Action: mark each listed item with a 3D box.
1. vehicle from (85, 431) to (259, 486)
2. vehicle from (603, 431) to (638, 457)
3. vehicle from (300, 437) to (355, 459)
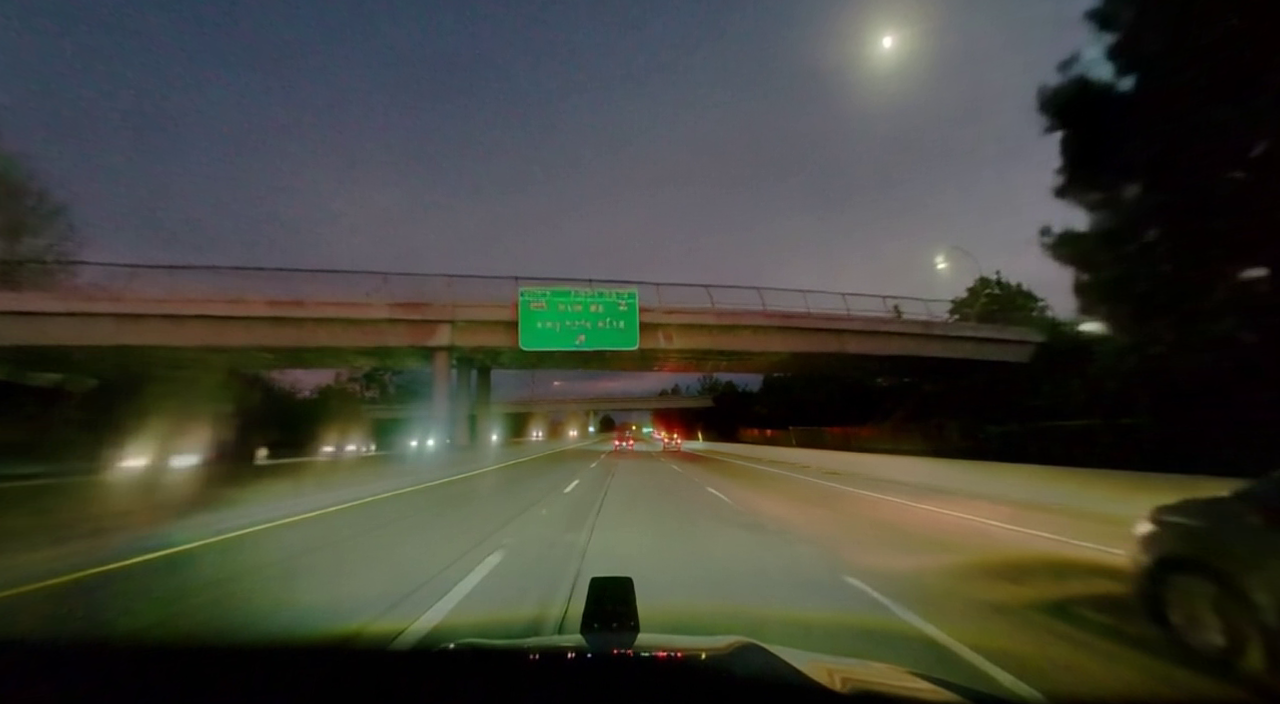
[{"bbox_3d":[-13.737,3.125,18.938,1.847,1.443,4.446,0,-8,-1],"label":"vehicle"},{"bbox_3d":[-1.174,5.516,37.983,1.987,1.440,3.565,0,-8,-2],"label":"vehicle"},{"bbox_3d":[-21.825,6.709,44.213,1.765,1.443,4.424,0,-8,-2],"label":"vehicle"}]
